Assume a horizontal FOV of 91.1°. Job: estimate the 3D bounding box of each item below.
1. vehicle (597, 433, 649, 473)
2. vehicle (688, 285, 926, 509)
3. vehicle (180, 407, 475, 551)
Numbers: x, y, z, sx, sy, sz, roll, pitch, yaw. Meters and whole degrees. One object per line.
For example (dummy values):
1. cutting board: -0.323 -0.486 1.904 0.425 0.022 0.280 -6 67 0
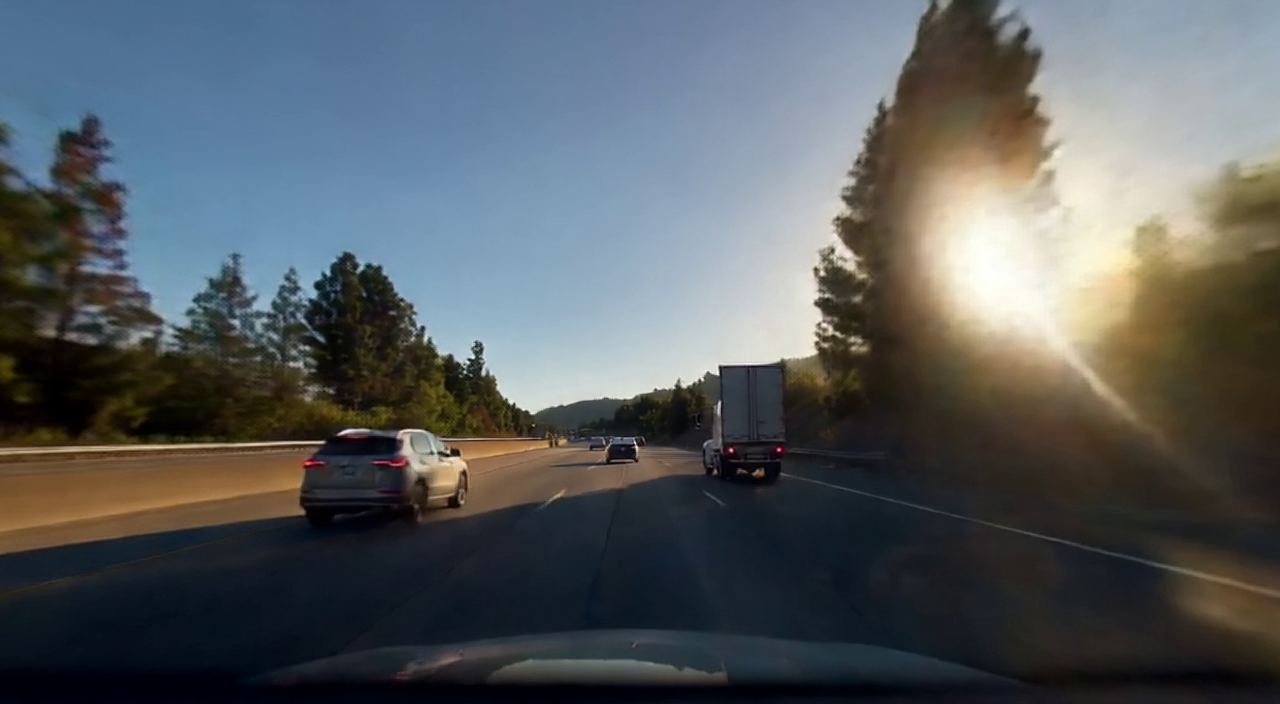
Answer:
1. vehicle: -0.704 4.297 27.072 2.048 1.563 4.087 0 -8 -1
2. vehicle: 3.583 1.795 18.803 2.946 4.111 14.652 0 -8 -1
3. vehicle: -4.363 1.846 9.908 2.264 1.699 4.648 0 -8 0
